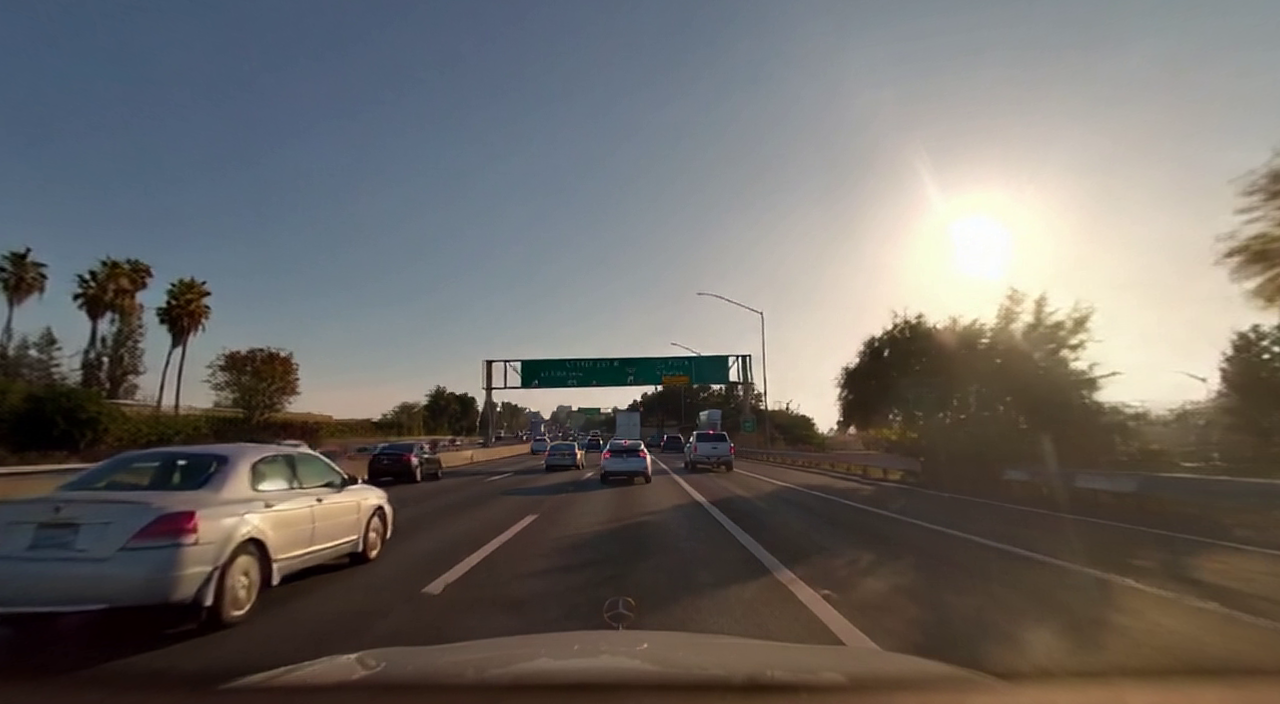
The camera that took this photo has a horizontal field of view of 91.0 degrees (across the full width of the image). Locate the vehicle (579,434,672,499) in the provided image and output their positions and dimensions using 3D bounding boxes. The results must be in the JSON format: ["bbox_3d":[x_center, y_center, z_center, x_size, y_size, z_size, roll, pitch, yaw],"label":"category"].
[{"bbox_3d":[-0.338,2.908,16.403,2.136,1.470,3.971,0,-8,0],"label":"vehicle"}]

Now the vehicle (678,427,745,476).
[{"bbox_3d":[2.886,4.143,26.496,2.173,1.870,4.499,0,-8,-2],"label":"vehicle"}]

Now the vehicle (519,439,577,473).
[{"bbox_3d":[-4.054,4.666,28.479,1.998,1.423,4.436,0,-8,0],"label":"vehicle"}]

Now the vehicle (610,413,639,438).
[{"bbox_3d":[-1.213,5.837,49.599,2.206,1.803,4.569,0,-8,-1],"label":"vehicle"}]

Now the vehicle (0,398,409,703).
[{"bbox_3d":[-3.647,1.256,4.836,2.064,1.475,4.489,0,-8,0],"label":"vehicle"}]
